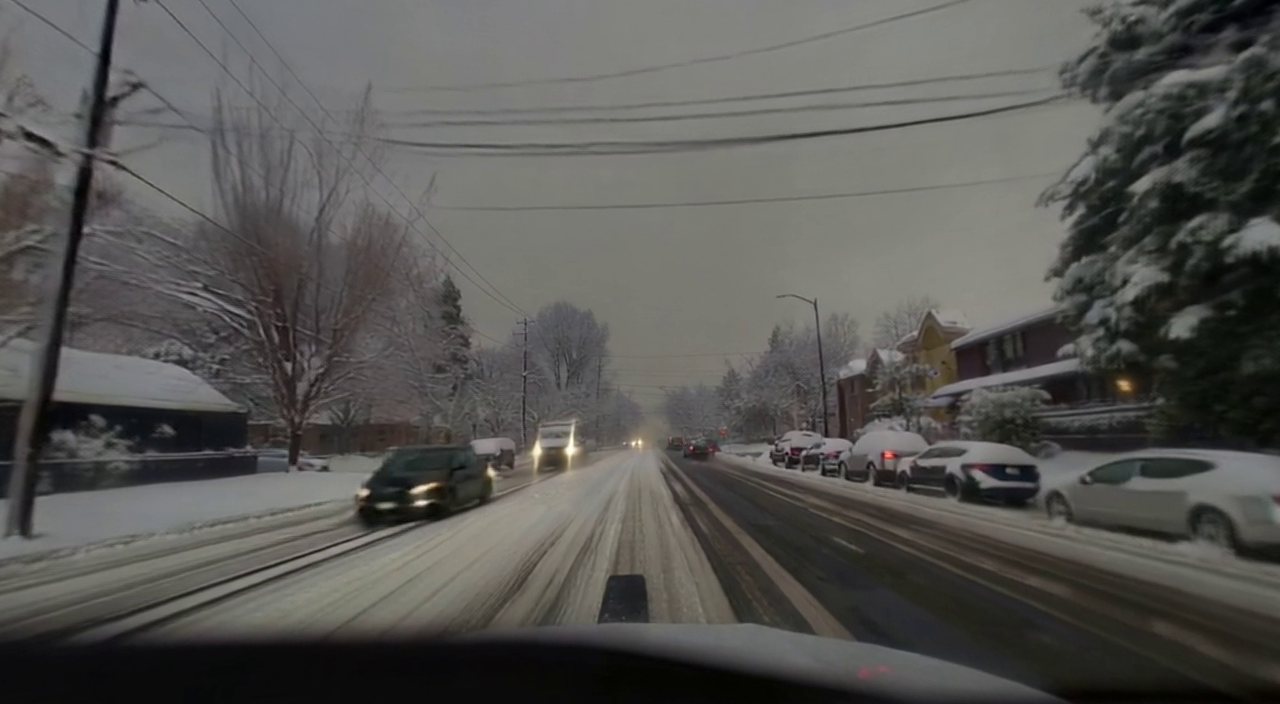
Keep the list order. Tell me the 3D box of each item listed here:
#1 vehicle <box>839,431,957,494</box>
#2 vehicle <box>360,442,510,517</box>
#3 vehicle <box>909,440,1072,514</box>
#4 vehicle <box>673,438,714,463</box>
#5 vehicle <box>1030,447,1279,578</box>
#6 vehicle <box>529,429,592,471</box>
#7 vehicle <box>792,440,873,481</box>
[{"bbox_3d":[8.021,3.472,20.143,1.879,1.765,4.339,0,-8,0],"label":"vehicle"},{"bbox_3d":[-4.521,2.845,14.670,1.989,1.474,4.112,-1,-8,2],"label":"vehicle"},{"bbox_3d":[8.037,2.863,14.916,1.836,1.500,3.630,0,-8,2],"label":"vehicle"},{"bbox_3d":[3.411,6.352,40.762,2.059,1.489,4.629,0,-8,-2],"label":"vehicle"},{"bbox_3d":[7.929,2.116,9.203,1.787,1.402,4.271,-1,-8,1],"label":"vehicle"},{"bbox_3d":[-4.181,5.294,34.339,2.435,2.069,5.772,-1,-8,2],"label":"vehicle"},{"bbox_3d":[7.727,4.378,25.823,1.862,1.492,4.571,0,-8,0],"label":"vehicle"}]
